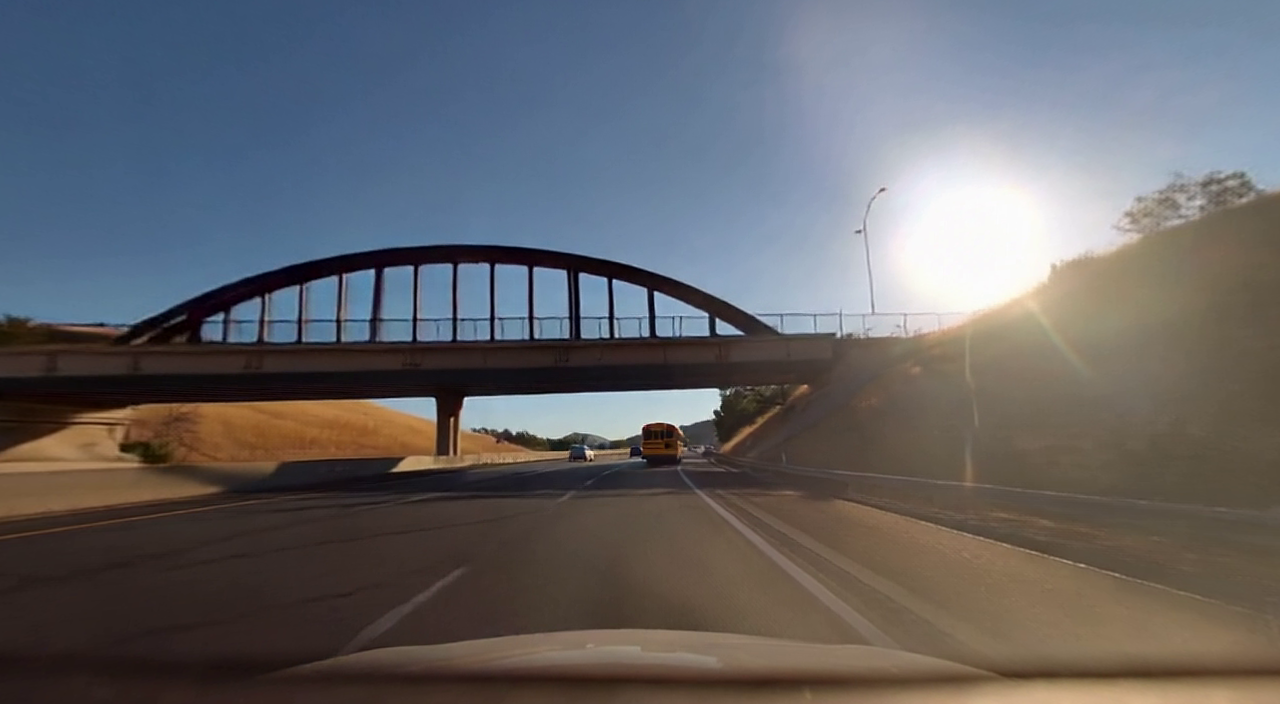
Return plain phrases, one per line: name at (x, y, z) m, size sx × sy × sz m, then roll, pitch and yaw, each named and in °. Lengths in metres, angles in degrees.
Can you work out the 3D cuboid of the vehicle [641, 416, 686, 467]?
vehicle at (1.846, 6.641, 46.532) m, size 2.945 × 3.295 × 10.406 m, roll 0°, pitch -8°, yaw 3°
